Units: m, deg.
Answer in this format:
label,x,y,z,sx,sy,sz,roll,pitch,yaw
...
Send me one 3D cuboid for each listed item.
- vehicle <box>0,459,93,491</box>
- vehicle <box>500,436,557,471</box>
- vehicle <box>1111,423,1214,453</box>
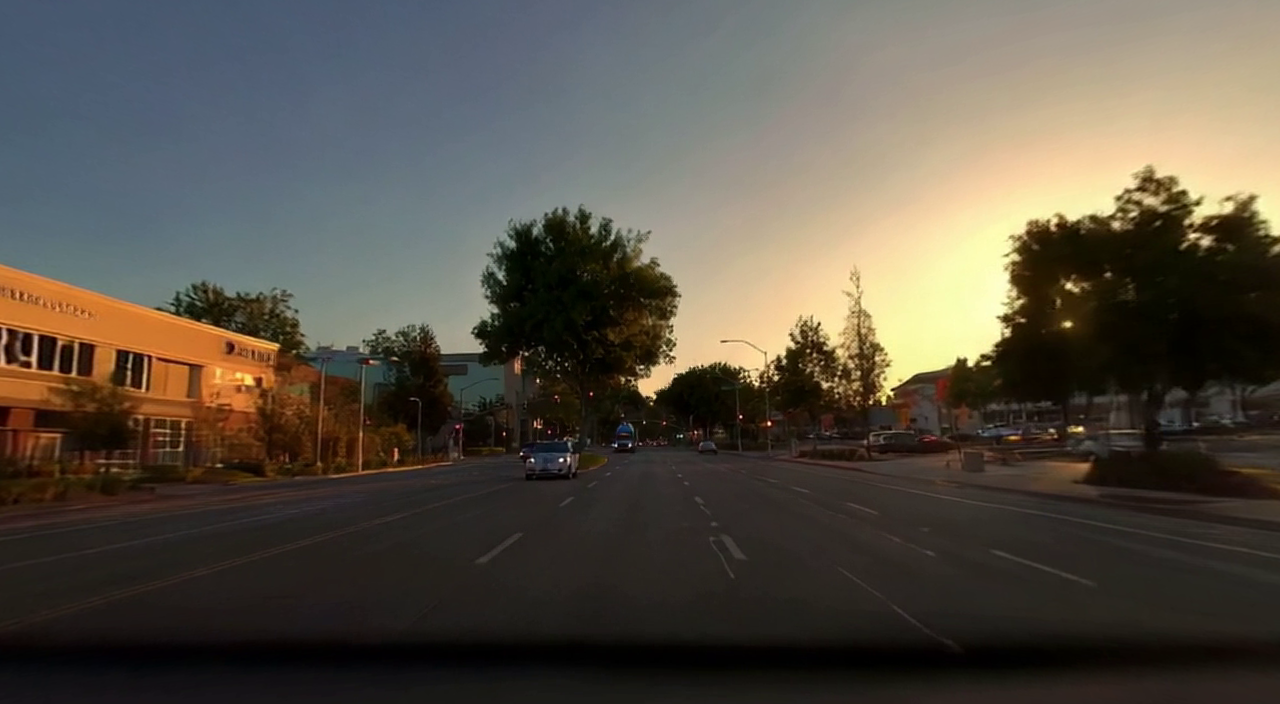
label,x,y,z,sx,sy,sz,roll,pitch,yaw
vehicle,-35.676,7.275,37.398,4.485,1.772,2.149,-1,-8,3
vehicle,-5.959,5.484,34.300,2.179,1.750,4.621,0,-8,2
vehicle,27.012,4.504,32.801,1.796,1.453,4.296,0,-8,3
